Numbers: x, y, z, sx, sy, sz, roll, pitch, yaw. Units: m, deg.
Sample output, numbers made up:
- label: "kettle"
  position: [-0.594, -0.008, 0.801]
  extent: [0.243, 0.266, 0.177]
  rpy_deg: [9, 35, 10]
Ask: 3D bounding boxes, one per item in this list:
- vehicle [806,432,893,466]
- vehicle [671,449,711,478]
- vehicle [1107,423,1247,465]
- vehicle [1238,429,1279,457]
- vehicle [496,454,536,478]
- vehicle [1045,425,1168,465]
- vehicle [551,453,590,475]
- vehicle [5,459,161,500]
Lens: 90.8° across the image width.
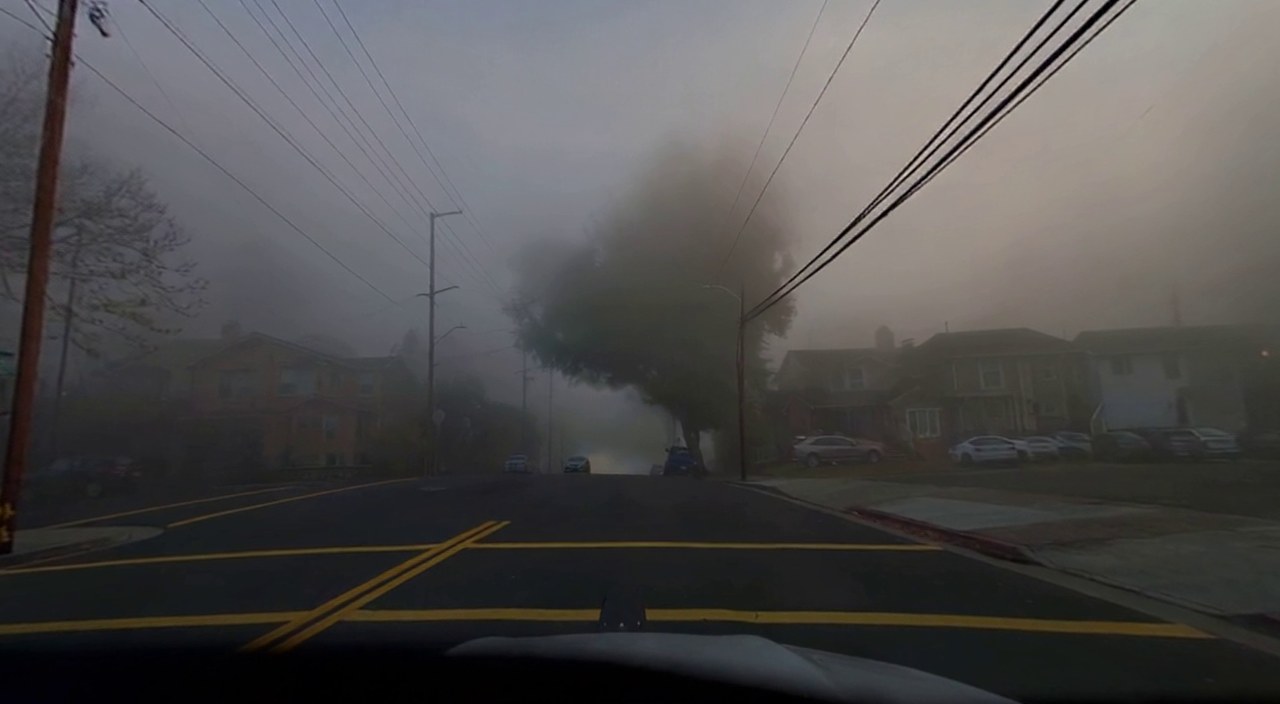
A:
- label: "vehicle"
  position: [11.170, 5.139, 33.620]
  extent: [4.509, 1.664, 1.981]
  rpy_deg: [6, -10, -34]
- label: "vehicle"
  position: [3.191, 7.047, 40.197]
  extent: [1.993, 1.755, 4.256]
  rpy_deg: [0, -9, -2]
- label: "vehicle"
  position: [22.357, 3.881, 26.415]
  extent: [4.002, 1.505, 2.061]
  rpy_deg: [-2, -10, -5]
- label: "vehicle"
  position: [32.857, 4.676, 32.485]
  extent: [3.433, 1.389, 1.683]
  rpy_deg: [4, -9, -24]
- label: "vehicle"
  position: [-8.622, 7.943, 44.255]
  extent: [2.066, 1.472, 4.353]
  rpy_deg: [0, -9, -1]
- label: "vehicle"
  position: [22.037, 4.363, 30.082]
  extent: [4.320, 1.673, 1.957]
  rpy_deg: [-2, -6, 24]
- label: "vehicle"
  position: [-5.065, 8.222, 46.521]
  extent: [2.179, 1.494, 4.523]
  rpy_deg: [-1, -9, 2]
- label: "vehicle"
  position: [-22.321, 5.110, 25.456]
  extent: [4.424, 1.486, 1.814]
  rpy_deg: [0, -9, -2]
